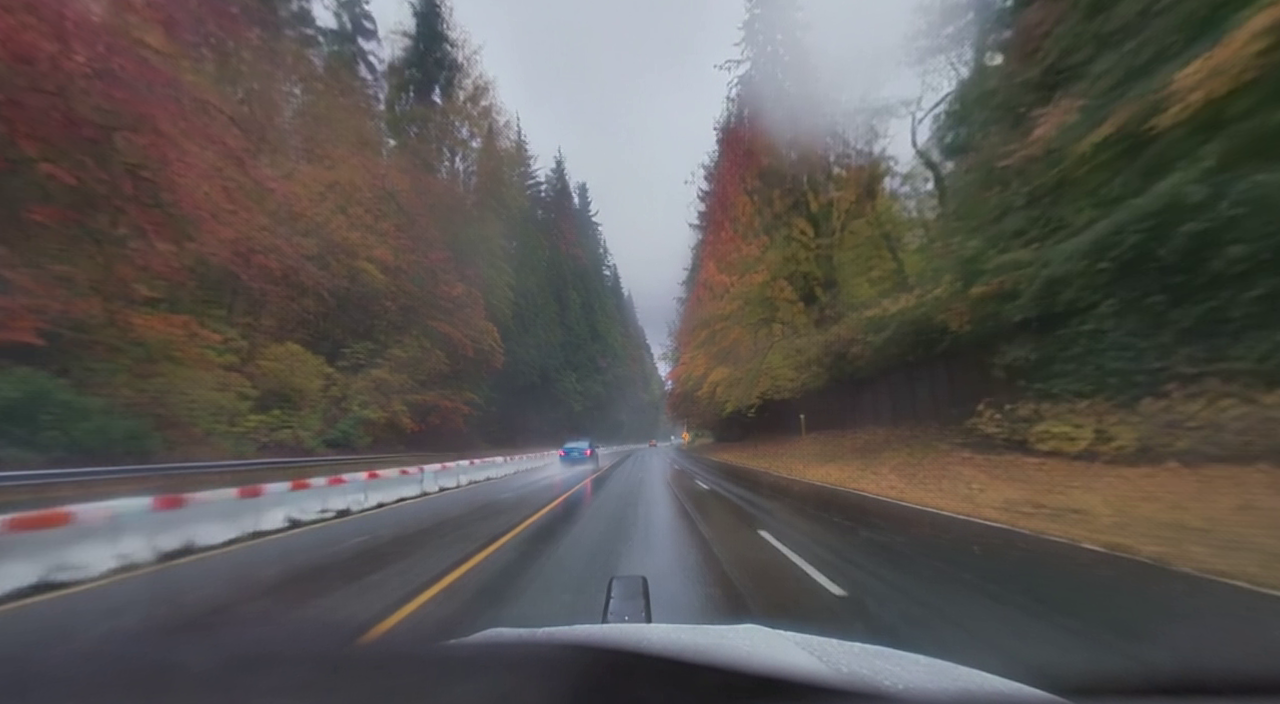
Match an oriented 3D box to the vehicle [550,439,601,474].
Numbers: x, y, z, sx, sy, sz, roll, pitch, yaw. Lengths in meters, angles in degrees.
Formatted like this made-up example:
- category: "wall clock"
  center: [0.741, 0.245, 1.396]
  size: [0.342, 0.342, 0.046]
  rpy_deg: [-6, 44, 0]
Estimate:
- category: "vehicle"
  center: [-2.947, 4.857, 29.421]
  size: [1.902, 1.505, 4.016]
  rpy_deg: [0, -8, 1]
